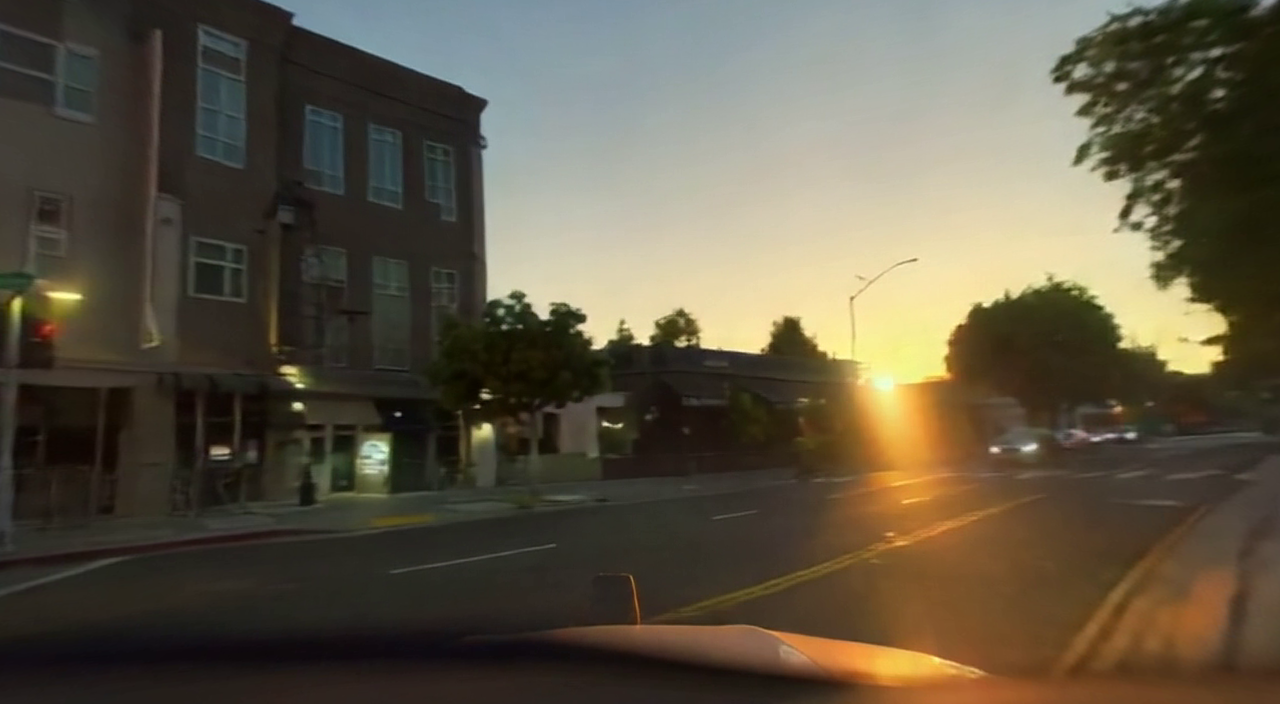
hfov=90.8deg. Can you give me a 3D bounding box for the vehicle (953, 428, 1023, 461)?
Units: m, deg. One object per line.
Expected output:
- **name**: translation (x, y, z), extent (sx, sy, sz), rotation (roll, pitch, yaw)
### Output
- **vehicle**: translation (19.324, 5.104, 35.020), extent (4.335, 1.708, 2.075), rotation (7, -11, -43)

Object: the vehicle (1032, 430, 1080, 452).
- **vehicle**: translation (28.667, 6.135, 43.488), extent (1.881, 1.459, 4.202), rotation (-8, -12, 44)

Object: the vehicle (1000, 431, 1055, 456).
- **vehicle**: translation (24.269, 5.730, 39.488), extent (4.201, 1.440, 1.719), rotation (7, -11, -43)
